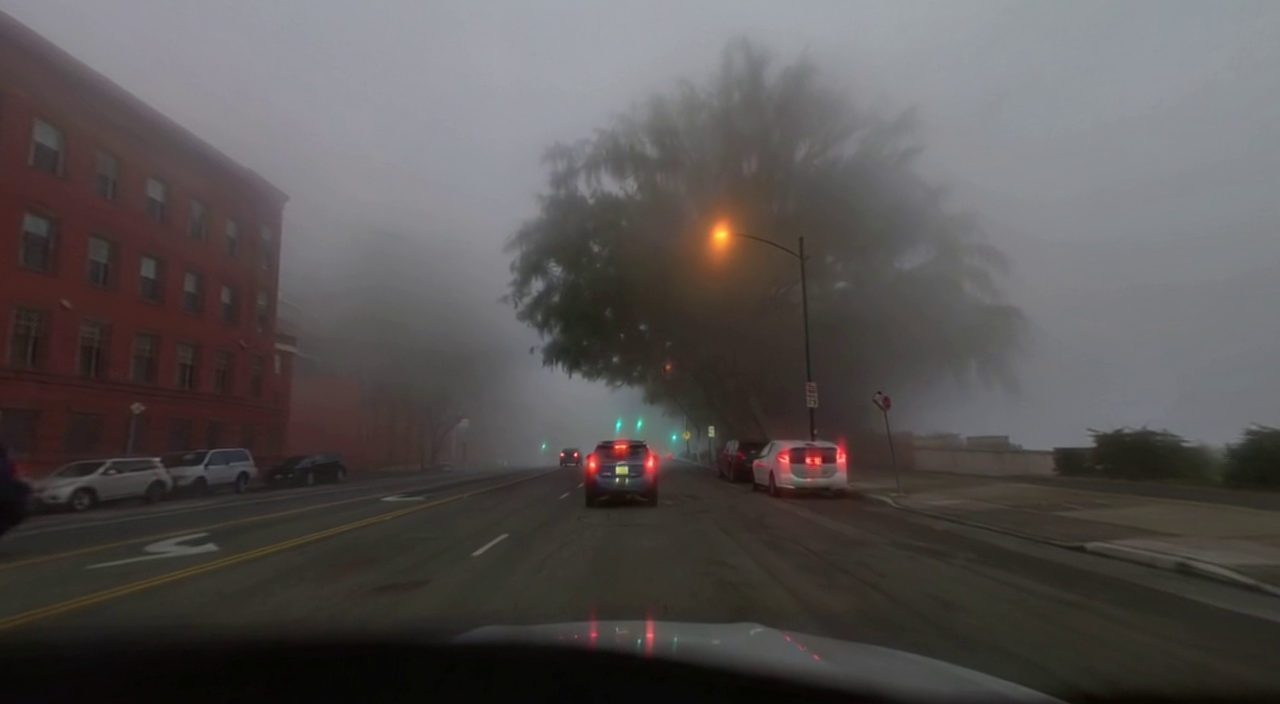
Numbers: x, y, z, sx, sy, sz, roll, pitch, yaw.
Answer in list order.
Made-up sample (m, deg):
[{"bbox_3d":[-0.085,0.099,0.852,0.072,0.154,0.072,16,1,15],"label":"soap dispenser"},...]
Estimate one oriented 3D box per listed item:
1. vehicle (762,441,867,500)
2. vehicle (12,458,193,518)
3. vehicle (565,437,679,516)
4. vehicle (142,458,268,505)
[{"bbox_3d":[4.945,3.401,18.486,1.832,1.491,4.054,1,-9,-1],"label":"vehicle"},{"bbox_3d":[-17.622,4.441,21.040,1.909,1.658,4.559,0,-9,2],"label":"vehicle"},{"bbox_3d":[-0.355,2.772,14.474,2.230,1.518,4.113,0,-9,0],"label":"vehicle"},{"bbox_3d":[-17.876,5.302,26.211,2.011,1.727,4.449,1,-9,0],"label":"vehicle"}]
